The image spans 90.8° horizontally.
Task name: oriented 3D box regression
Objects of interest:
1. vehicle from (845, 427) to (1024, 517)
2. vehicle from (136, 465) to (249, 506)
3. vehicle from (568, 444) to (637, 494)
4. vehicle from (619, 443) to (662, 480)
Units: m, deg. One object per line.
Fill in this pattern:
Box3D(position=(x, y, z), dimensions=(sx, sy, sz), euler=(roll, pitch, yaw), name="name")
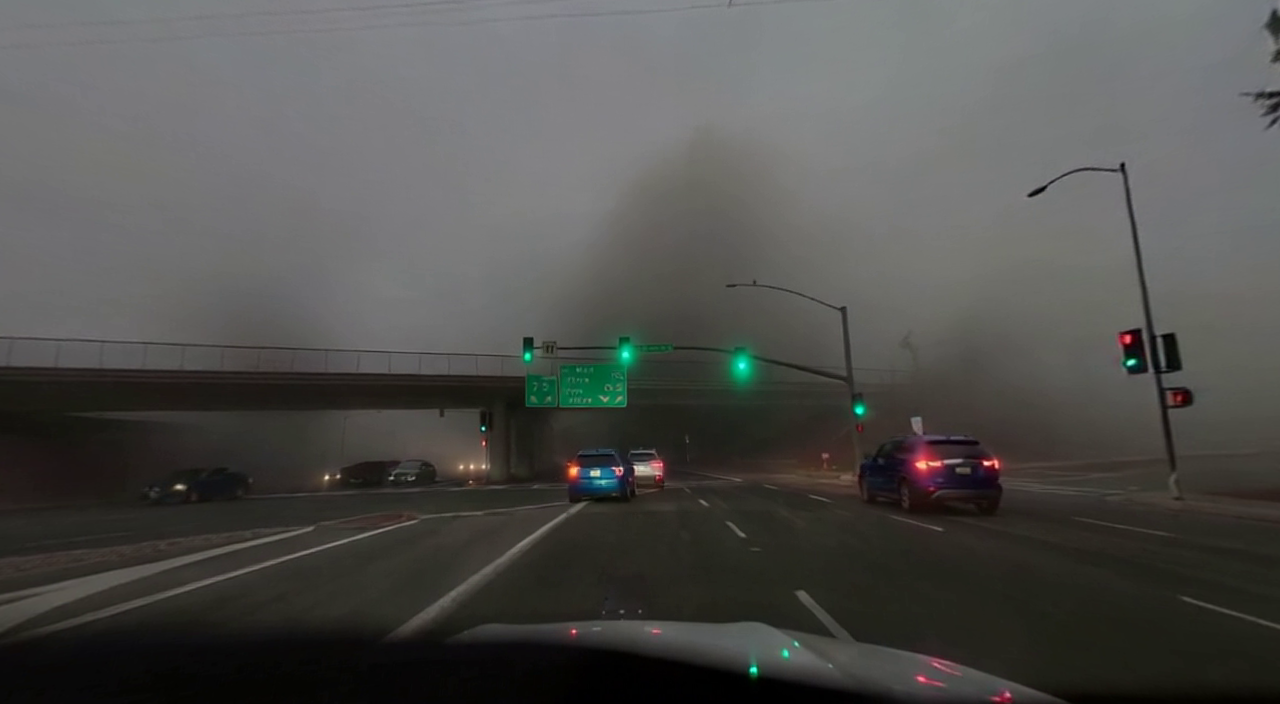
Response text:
Box3D(position=(6.587, 2.721, 14.831), dimensions=(2.074, 1.785, 4.320), euler=(0, -8, 0), name="vehicle")
Box3D(position=(-19.443, 5.783, 27.706), dimensions=(1.857, 1.534, 4.221), euler=(0, -8, -1), name="vehicle")
Box3D(position=(-1.382, 4.612, 25.364), dimensions=(2.060, 1.768, 4.681), euler=(-1, -8, 5), name="vehicle")
Box3D(position=(0.120, 6.375, 37.188), dimensions=(2.342, 2.026, 4.642), euler=(-1, -8, 2), name="vehicle")
